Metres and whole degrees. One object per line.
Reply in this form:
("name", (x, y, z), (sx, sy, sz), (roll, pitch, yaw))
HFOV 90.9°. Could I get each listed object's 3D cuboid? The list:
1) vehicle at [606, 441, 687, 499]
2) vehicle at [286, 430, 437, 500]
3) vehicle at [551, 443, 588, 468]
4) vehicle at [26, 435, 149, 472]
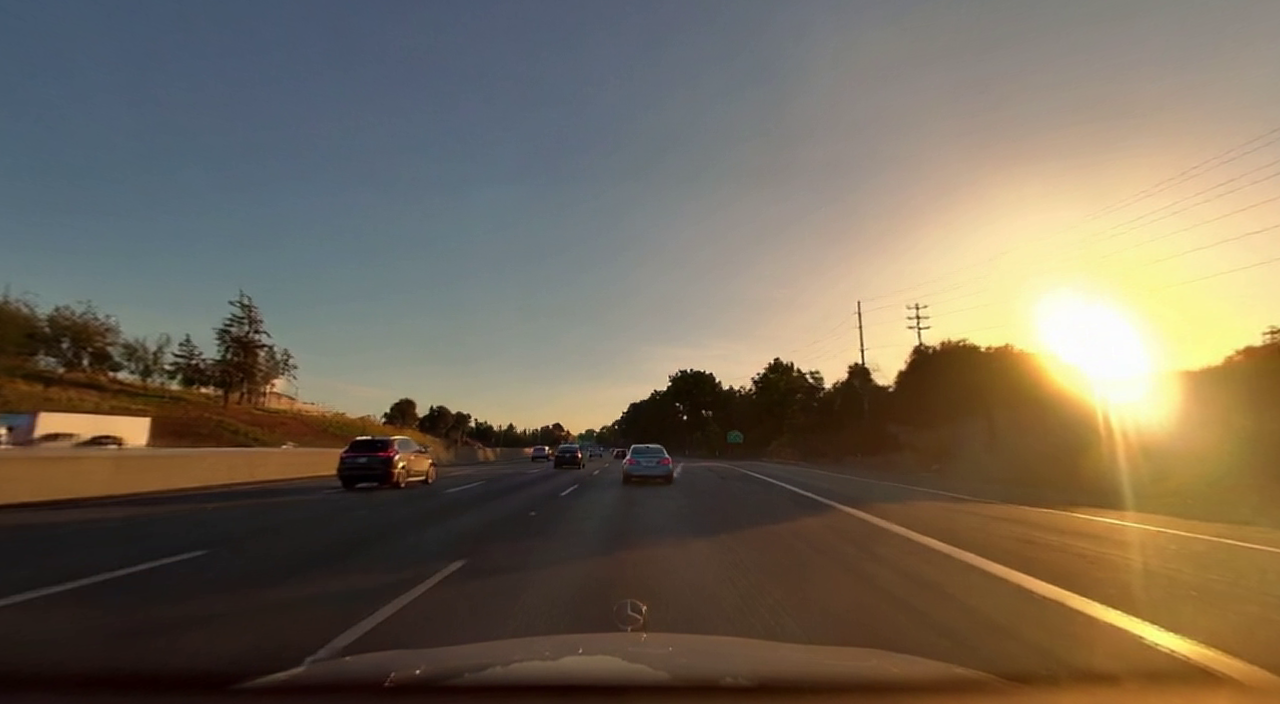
("vehicle", (0.099, 3.359, 18.386), (2.082, 1.482, 4.126), (0, -8, -2))
("vehicle", (-7.994, 3.296, 18.790), (2.206, 1.788, 4.914), (0, -8, 0))
("vehicle", (-5.153, 7.581, 46.424), (2.289, 1.777, 4.534), (0, -8, -1))
("vehicle", (-31.518, 5.799, 36.285), (2.198, 1.939, 5.613), (0, -8, -3))
